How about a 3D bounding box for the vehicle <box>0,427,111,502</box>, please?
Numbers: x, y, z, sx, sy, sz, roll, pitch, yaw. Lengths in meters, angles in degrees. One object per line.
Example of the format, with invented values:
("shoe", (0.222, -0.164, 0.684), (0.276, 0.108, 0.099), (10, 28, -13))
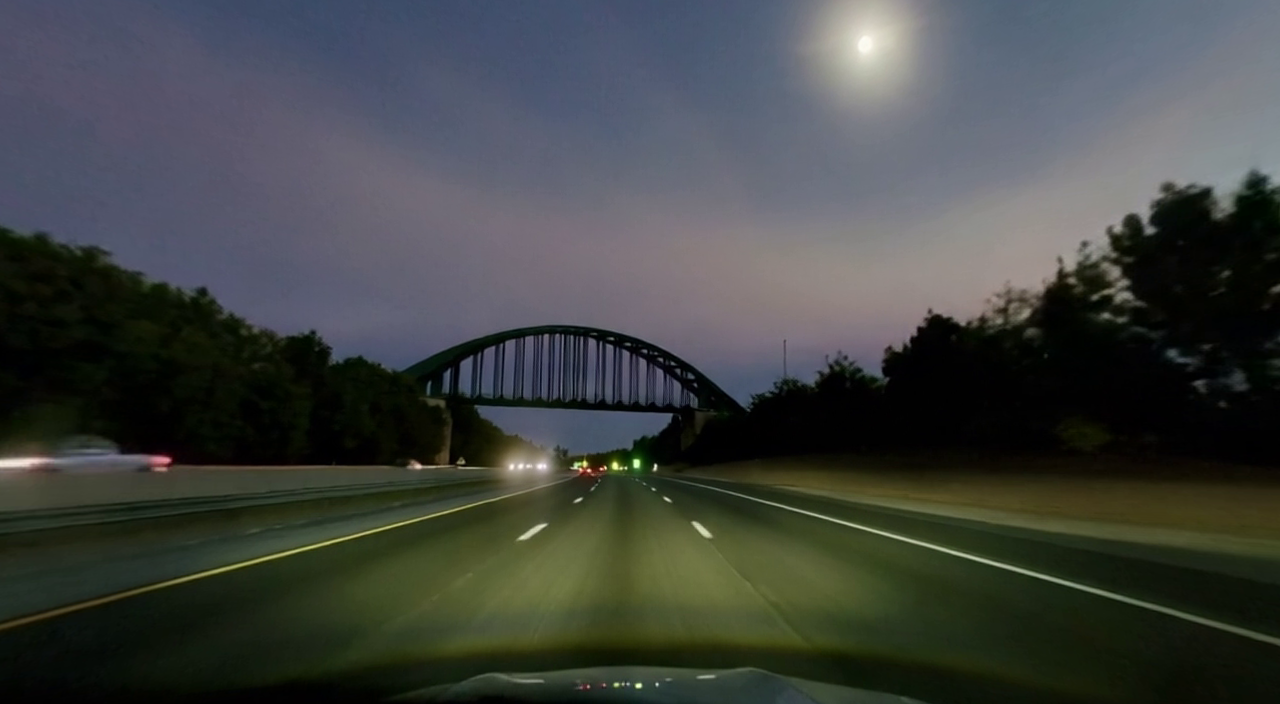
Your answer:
("vehicle", (-16.386, 2.785, 15.597), (2.078, 1.771, 5.233), (1, -10, -1))
